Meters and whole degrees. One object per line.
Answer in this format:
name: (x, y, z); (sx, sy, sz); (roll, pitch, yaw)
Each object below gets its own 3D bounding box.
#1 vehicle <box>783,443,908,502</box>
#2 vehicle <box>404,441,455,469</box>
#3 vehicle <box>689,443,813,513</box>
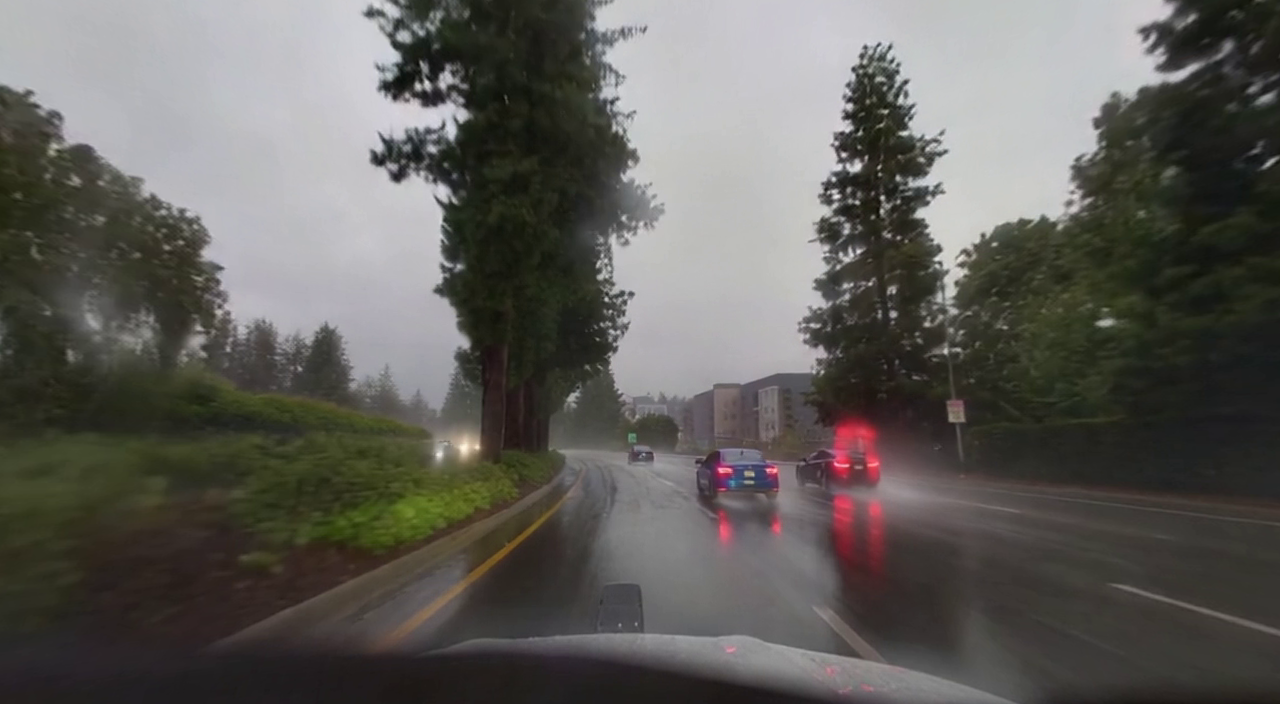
vehicle: (5.743, 3.417, 18.254); (1.901, 1.474, 4.363); (1, -9, -4)
vehicle: (-12.900, 6.326, 38.819); (1.968, 1.643, 4.351); (1, -9, -5)
vehicle: (2.549, 3.025, 15.625); (2.077, 1.464, 4.134); (1, -9, -4)
